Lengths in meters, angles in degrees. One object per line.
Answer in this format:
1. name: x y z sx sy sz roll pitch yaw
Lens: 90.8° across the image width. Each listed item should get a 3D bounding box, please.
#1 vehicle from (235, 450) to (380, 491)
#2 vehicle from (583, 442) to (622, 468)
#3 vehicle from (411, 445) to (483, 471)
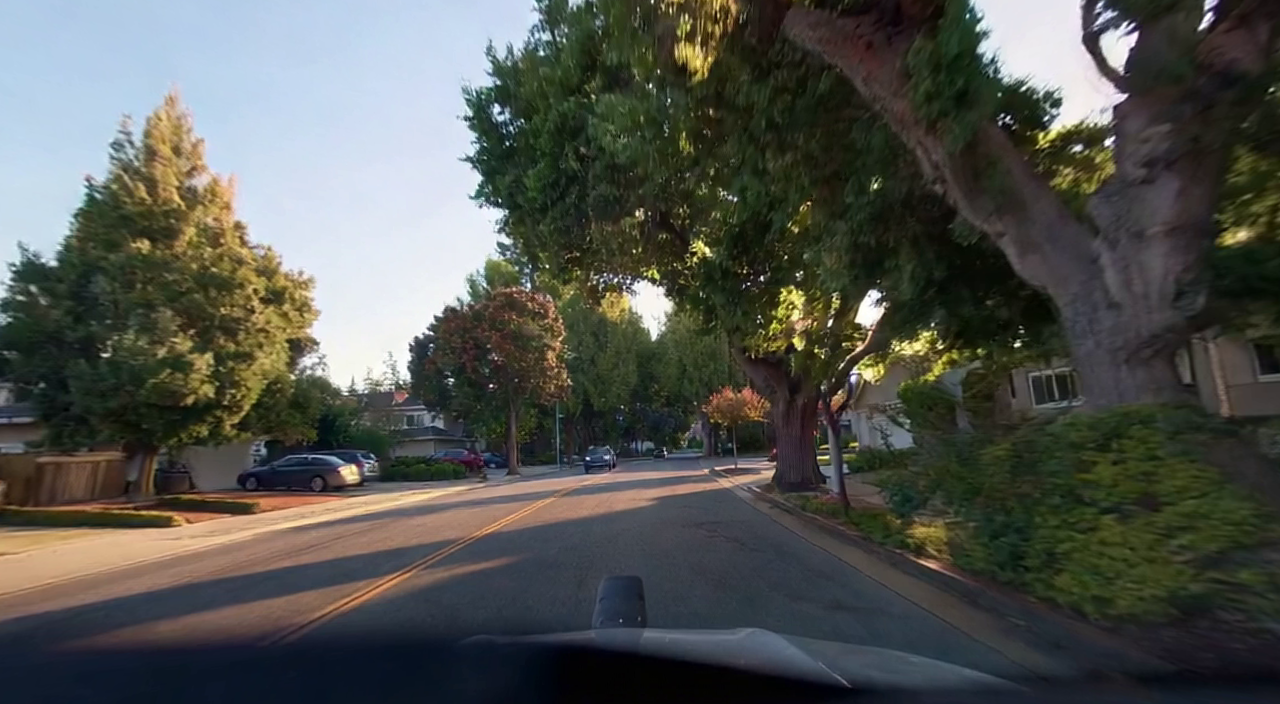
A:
1. vehicle: -13.396 4.782 25.686 4.703 1.487 2.002 1 -9 -1
2. vehicle: -2.673 7.420 45.806 2.131 1.731 4.533 -1 -9 5
3. vehicle: -12.990 7.191 42.778 4.237 1.687 1.970 0 -9 -1
